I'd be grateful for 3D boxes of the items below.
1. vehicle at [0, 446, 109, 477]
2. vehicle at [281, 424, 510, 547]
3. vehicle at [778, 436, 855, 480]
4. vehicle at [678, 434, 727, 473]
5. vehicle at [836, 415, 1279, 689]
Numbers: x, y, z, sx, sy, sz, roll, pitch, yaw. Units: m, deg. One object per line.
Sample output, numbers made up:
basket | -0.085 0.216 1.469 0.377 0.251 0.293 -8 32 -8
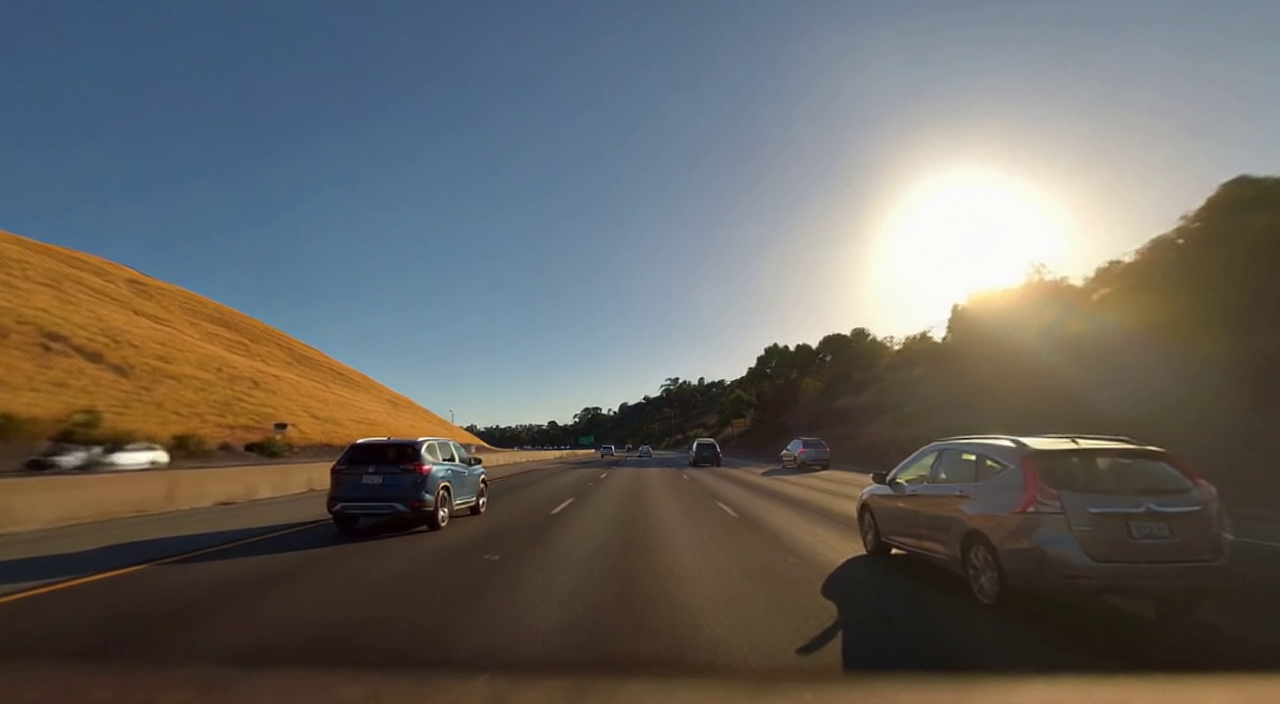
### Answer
vehicle | -31.661 5.868 34.104 1.782 1.492 4.648 -1 -8 1
vehicle | -3.848 2.180 10.981 2.166 1.672 4.388 -1 -8 1
vehicle | 7.426 4.489 27.048 1.998 1.717 4.338 0 -8 -1
vehicle | 3.313 5.519 34.532 2.121 1.925 5.056 0 -8 0
vehicle | 3.418 1.411 5.665 1.941 1.481 4.300 0 -8 0
